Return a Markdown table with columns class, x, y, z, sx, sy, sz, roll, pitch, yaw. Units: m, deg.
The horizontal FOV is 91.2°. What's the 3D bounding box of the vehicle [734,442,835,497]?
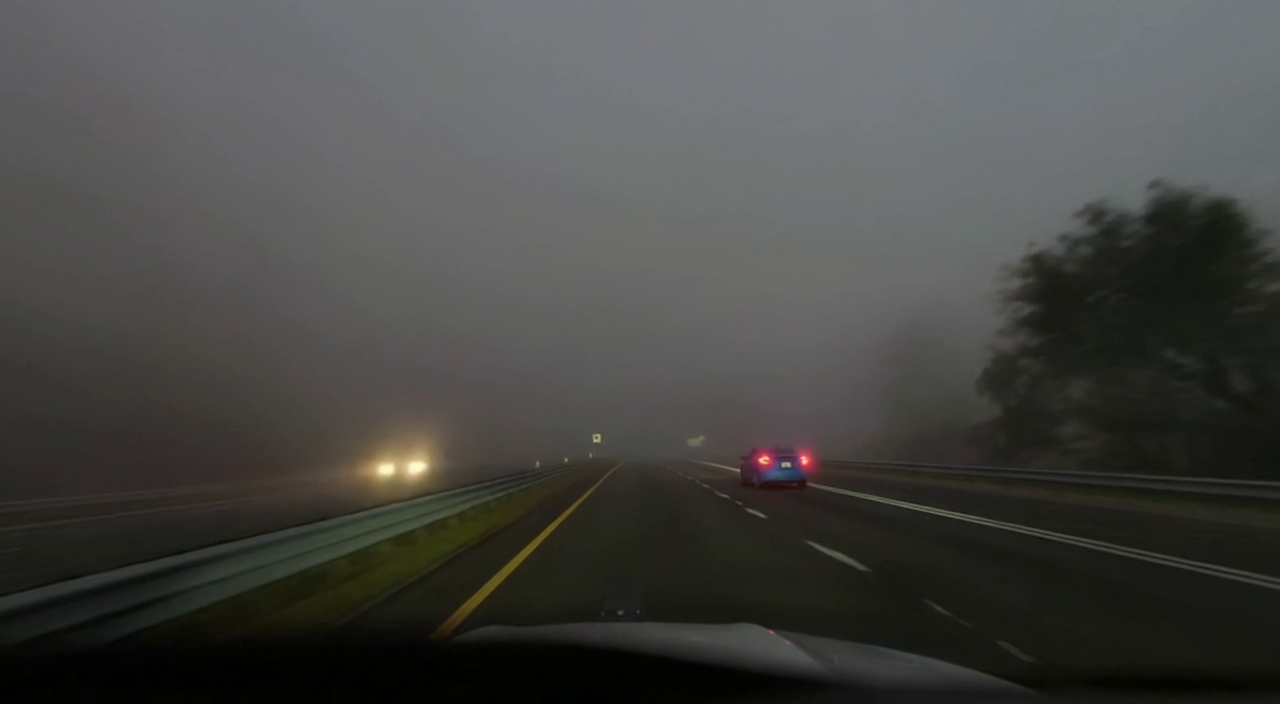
| class | x | y | z | sx | sy | sz | roll | pitch | yaw |
| --- | --- | --- | --- | --- | --- | --- | --- | --- | --- |
| vehicle | 4.198 | 3.488 | 18.933 | 1.981 | 1.440 | 4.125 | 0 | -9 | -1 |
